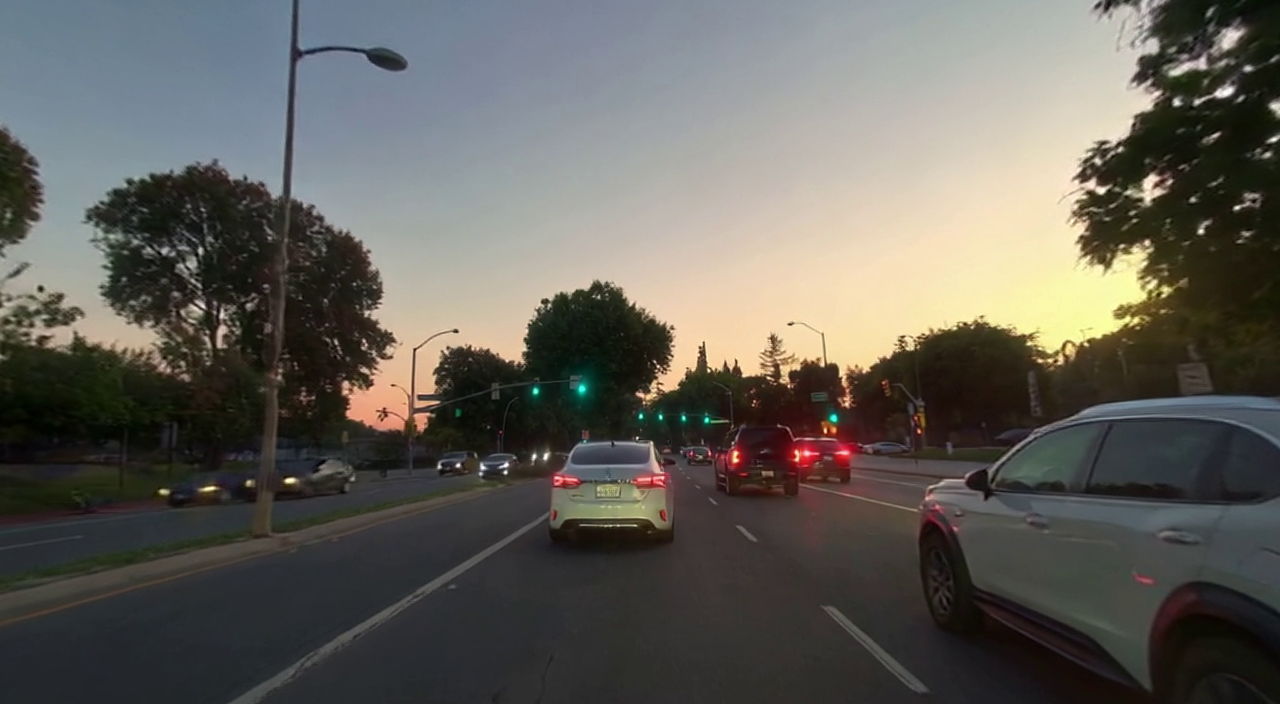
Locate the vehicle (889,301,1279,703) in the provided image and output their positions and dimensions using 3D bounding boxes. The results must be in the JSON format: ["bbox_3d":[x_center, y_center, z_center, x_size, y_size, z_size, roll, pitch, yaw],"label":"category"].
[{"bbox_3d":[3.264,1.001,3.470,1.982,1.960,4.427,0,-9,1],"label":"vehicle"}]

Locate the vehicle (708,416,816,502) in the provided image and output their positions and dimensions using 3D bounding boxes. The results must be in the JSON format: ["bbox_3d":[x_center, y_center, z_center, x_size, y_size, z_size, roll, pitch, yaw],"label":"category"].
[{"bbox_3d":[3.851,3.540,21.151,2.516,2.481,5.766,0,-9,1],"label":"vehicle"}]

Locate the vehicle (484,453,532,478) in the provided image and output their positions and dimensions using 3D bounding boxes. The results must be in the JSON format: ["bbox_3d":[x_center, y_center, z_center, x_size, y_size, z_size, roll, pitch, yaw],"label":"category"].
[{"bbox_3d":[-8.434,7.275,40.546,2.050,1.498,4.238,0,-9,2],"label":"vehicle"}]

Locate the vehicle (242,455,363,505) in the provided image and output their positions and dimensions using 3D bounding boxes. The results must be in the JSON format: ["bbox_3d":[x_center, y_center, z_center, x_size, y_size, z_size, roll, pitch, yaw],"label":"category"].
[{"bbox_3d":[-12.533,4.752,23.715,1.926,1.598,4.509,0,-9,2],"label":"vehicle"}]

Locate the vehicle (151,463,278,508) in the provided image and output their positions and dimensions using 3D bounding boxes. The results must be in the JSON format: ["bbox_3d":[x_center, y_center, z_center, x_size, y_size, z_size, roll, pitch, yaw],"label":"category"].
[{"bbox_3d":[-16.284,5.099,24.341,1.853,1.485,4.221,0,-9,1],"label":"vehicle"}]

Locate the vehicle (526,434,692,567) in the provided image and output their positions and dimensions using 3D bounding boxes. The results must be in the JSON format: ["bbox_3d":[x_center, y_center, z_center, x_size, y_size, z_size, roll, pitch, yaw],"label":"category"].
[{"bbox_3d":[-0.362,2.198,10.079,2.111,1.676,4.018,0,-9,1],"label":"vehicle"}]

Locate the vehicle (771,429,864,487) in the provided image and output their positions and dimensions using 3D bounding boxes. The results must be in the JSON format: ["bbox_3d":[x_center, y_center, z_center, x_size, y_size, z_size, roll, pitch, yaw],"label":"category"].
[{"bbox_3d":[7.596,4.607,27.630,2.627,2.252,5.236,0,-9,1],"label":"vehicle"}]
